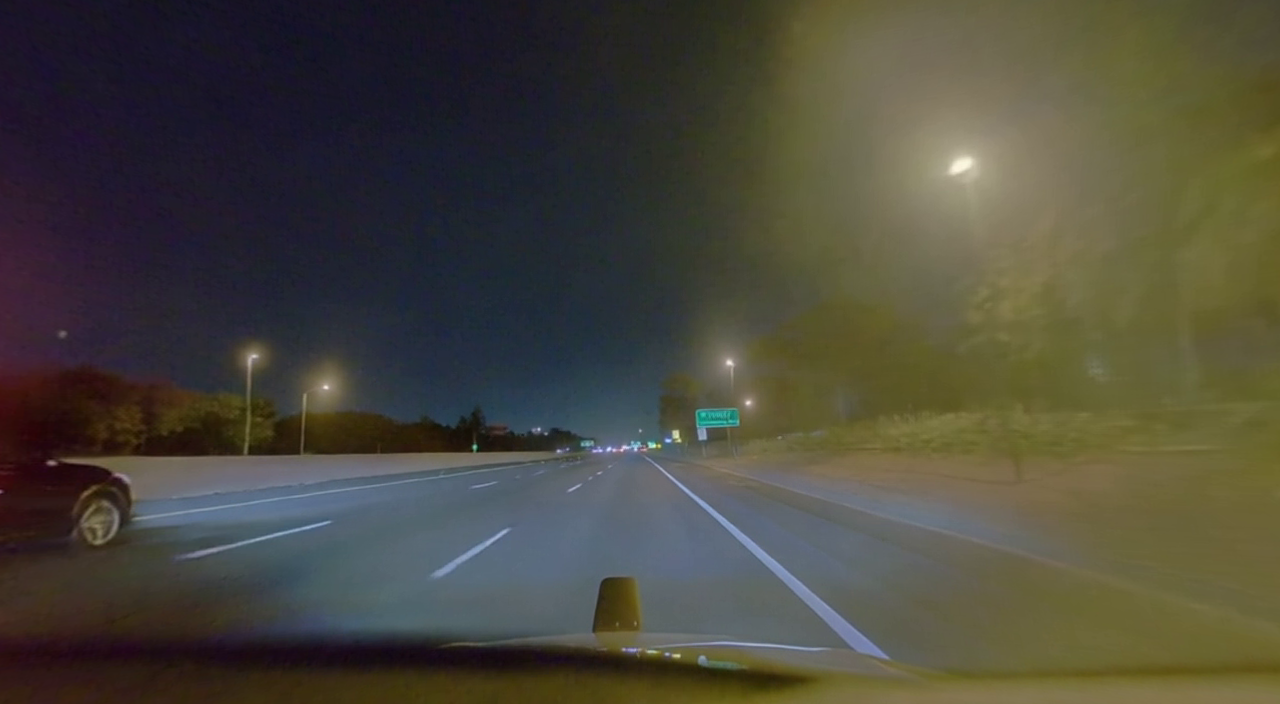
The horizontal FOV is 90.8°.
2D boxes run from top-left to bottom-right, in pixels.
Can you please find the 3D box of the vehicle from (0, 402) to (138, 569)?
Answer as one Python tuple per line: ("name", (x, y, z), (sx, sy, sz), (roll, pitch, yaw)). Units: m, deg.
("vehicle", (-8.128, 1.375, 6.334), (2.231, 1.807, 4.758), (0, -8, 0))
